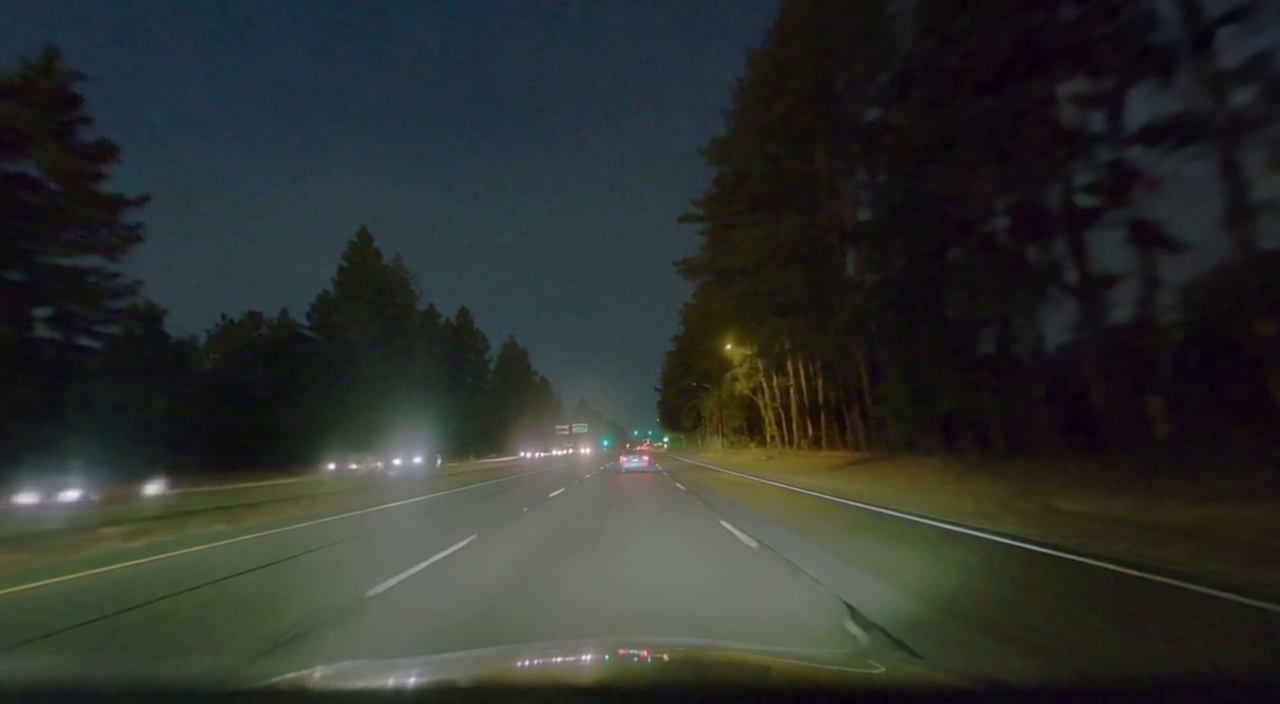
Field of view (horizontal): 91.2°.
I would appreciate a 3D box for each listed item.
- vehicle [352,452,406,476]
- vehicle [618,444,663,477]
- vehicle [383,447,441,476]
[{"bbox_3d":[-18.222,7.832,44.040,1.879,1.567,4.396,0,-9,0],"label":"vehicle"},{"bbox_3d":[-0.008,5.405,31.430,2.095,1.537,4.017,0,-9,-1],"label":"vehicle"},{"bbox_3d":[-14.251,6.866,39.480,1.970,1.692,4.464,0,-9,0],"label":"vehicle"}]
